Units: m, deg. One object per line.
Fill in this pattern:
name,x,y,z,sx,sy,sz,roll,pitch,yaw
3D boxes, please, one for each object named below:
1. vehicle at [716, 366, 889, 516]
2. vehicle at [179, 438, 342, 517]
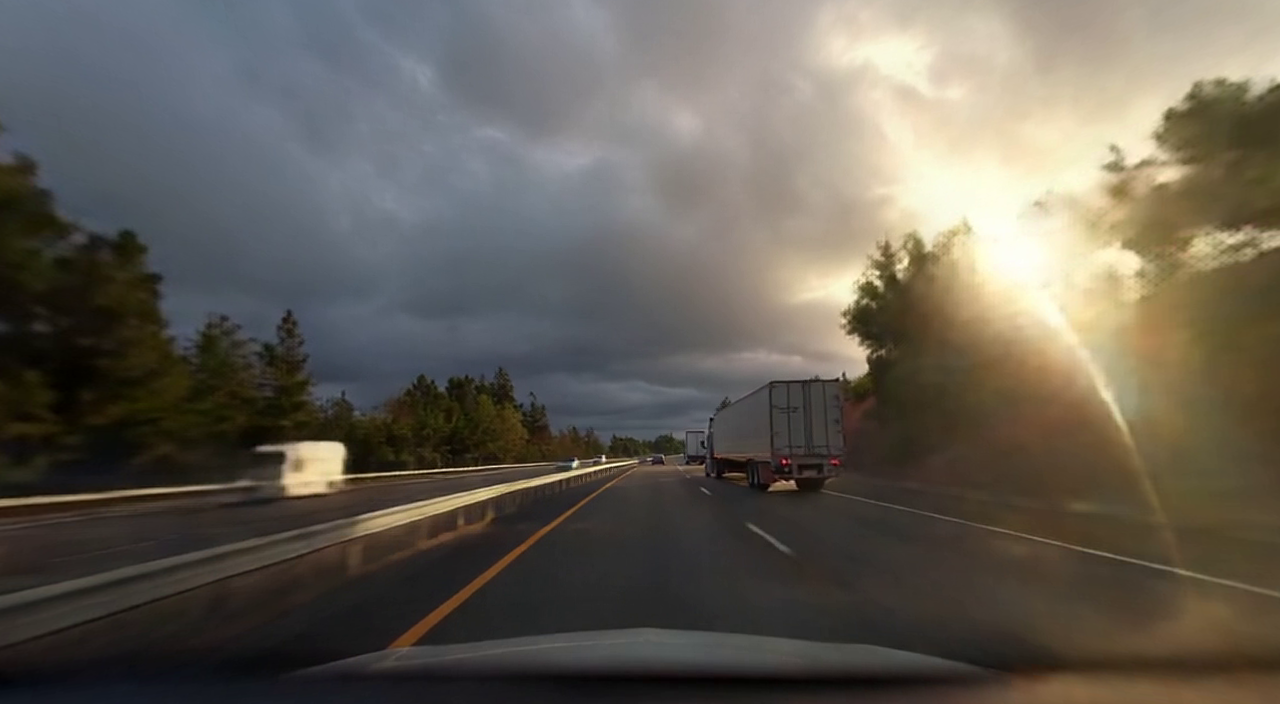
vehicle,4.552,3.009,20.907,2.866,3.558,11.674,0,-9,1
vehicle,-12.823,4.229,21.863,2.199,2.357,5.256,0,-9,2
